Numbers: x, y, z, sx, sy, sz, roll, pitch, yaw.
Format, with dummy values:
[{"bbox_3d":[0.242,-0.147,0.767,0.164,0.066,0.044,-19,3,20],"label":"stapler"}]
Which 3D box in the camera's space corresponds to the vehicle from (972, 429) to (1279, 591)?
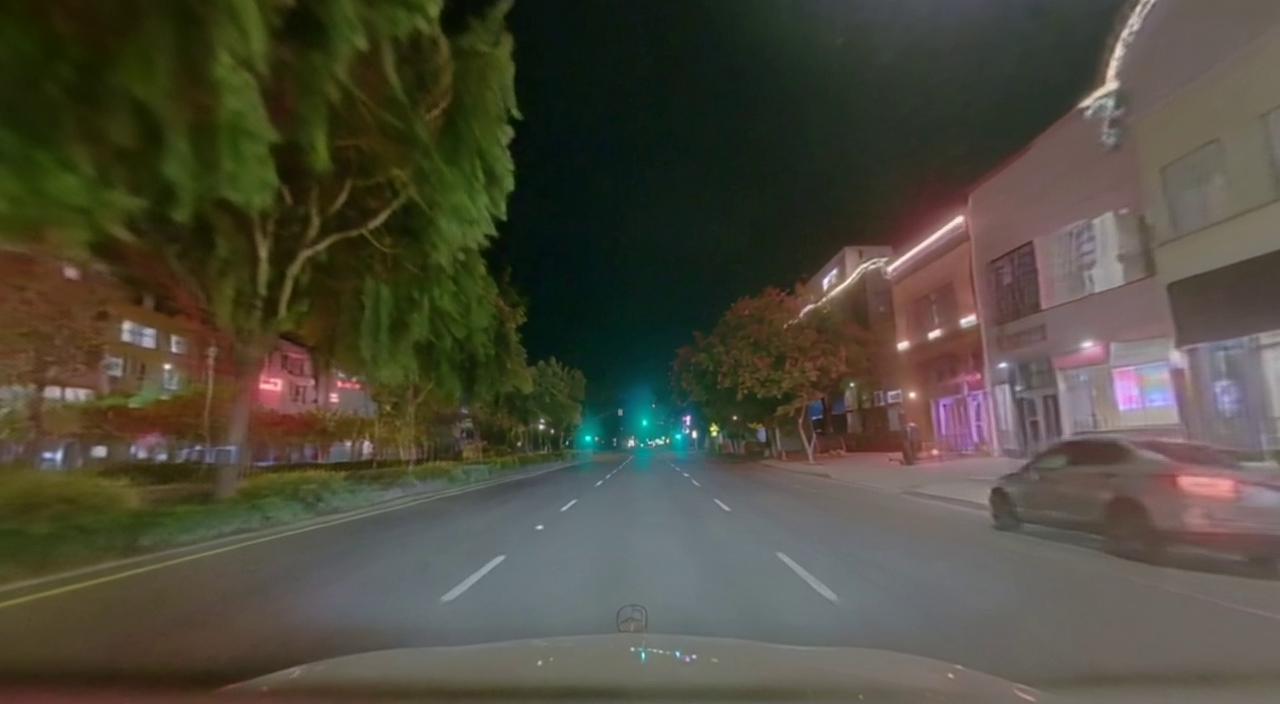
[{"bbox_3d":[6.582,1.830,8.296,1.923,1.498,4.676,1,-8,1],"label":"vehicle"}]
